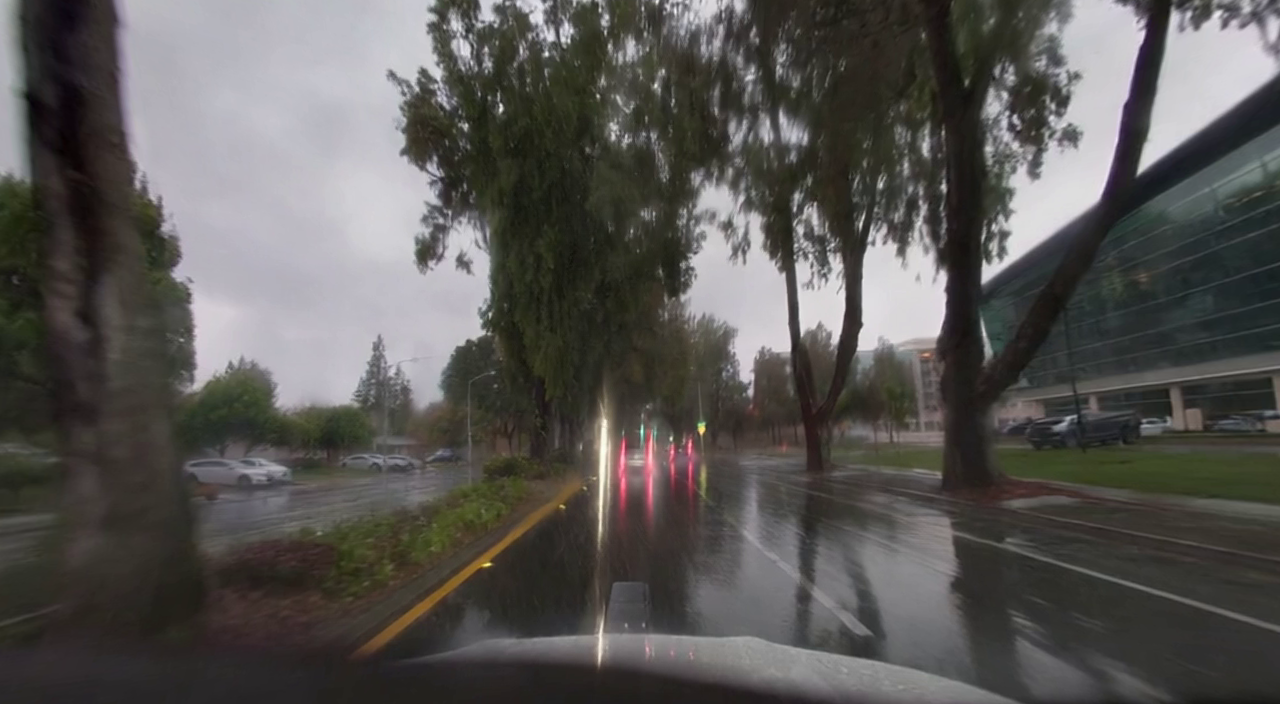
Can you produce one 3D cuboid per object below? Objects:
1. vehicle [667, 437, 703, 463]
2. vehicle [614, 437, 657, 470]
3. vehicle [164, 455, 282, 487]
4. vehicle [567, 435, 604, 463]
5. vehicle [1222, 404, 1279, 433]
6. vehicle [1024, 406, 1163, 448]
[{"bbox_3d":[3.125,6.946,44.864,2.189,1.766,4.495,0,-8,-1],"label":"vehicle"},{"bbox_3d":[-0.225,5.378,33.518,2.109,1.612,3.963,0,-8,0],"label":"vehicle"},{"bbox_3d":[-21.179,6.058,32.205,4.568,1.497,1.902,1,-9,-8],"label":"vehicle"},{"bbox_3d":[-4.041,7.340,47.698,2.301,1.946,5.199,0,-8,1],"label":"vehicle"},{"bbox_3d":[35.578,3.688,35.089,4.226,1.495,1.893,-1,-9,3],"label":"vehicle"},{"bbox_3d":[20.781,3.482,29.067,4.632,1.582,2.071,-4,-8,4],"label":"vehicle"}]
